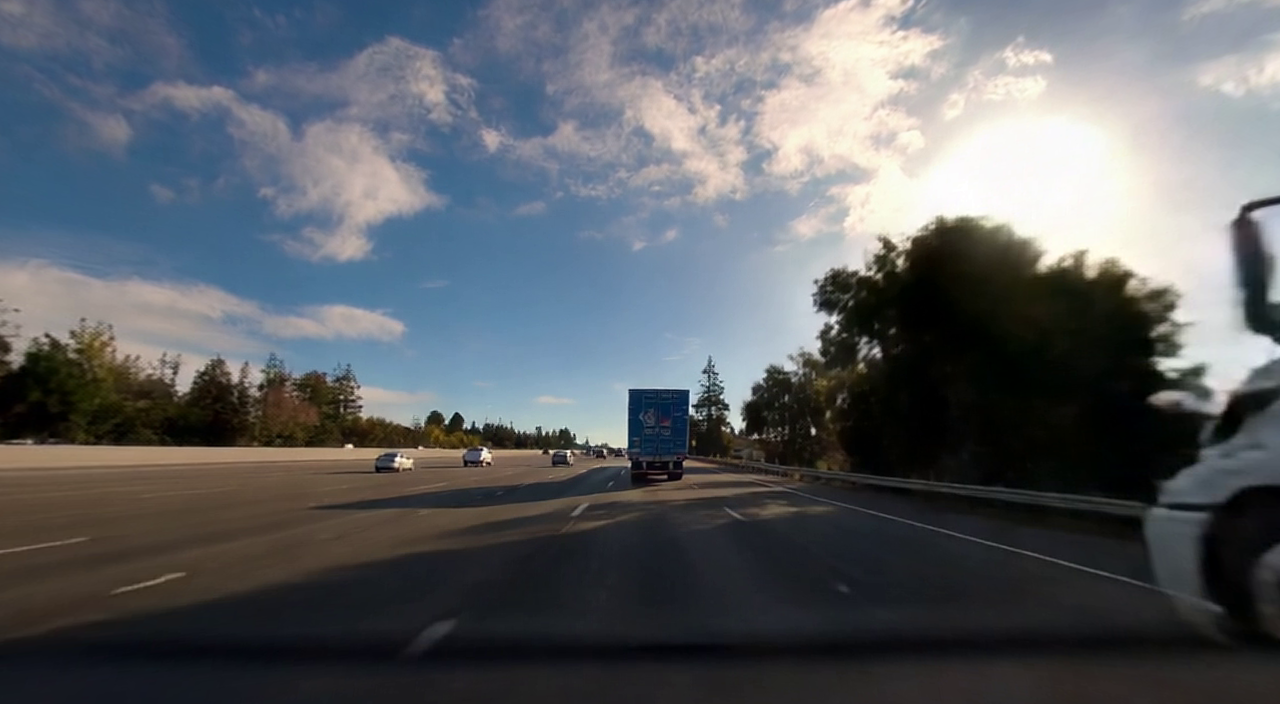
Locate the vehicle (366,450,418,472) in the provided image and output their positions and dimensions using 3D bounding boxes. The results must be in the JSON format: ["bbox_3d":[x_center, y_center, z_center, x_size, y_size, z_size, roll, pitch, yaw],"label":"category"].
[{"bbox_3d":[-17.567,7.740,44.989,1.901,1.485,4.279,0,-9,1],"label":"vehicle"}]

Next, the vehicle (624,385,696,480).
[{"bbox_3d":[0.827,4.713,35.409,3.140,4.100,15.551,1,-9,0],"label":"vehicle"}]
